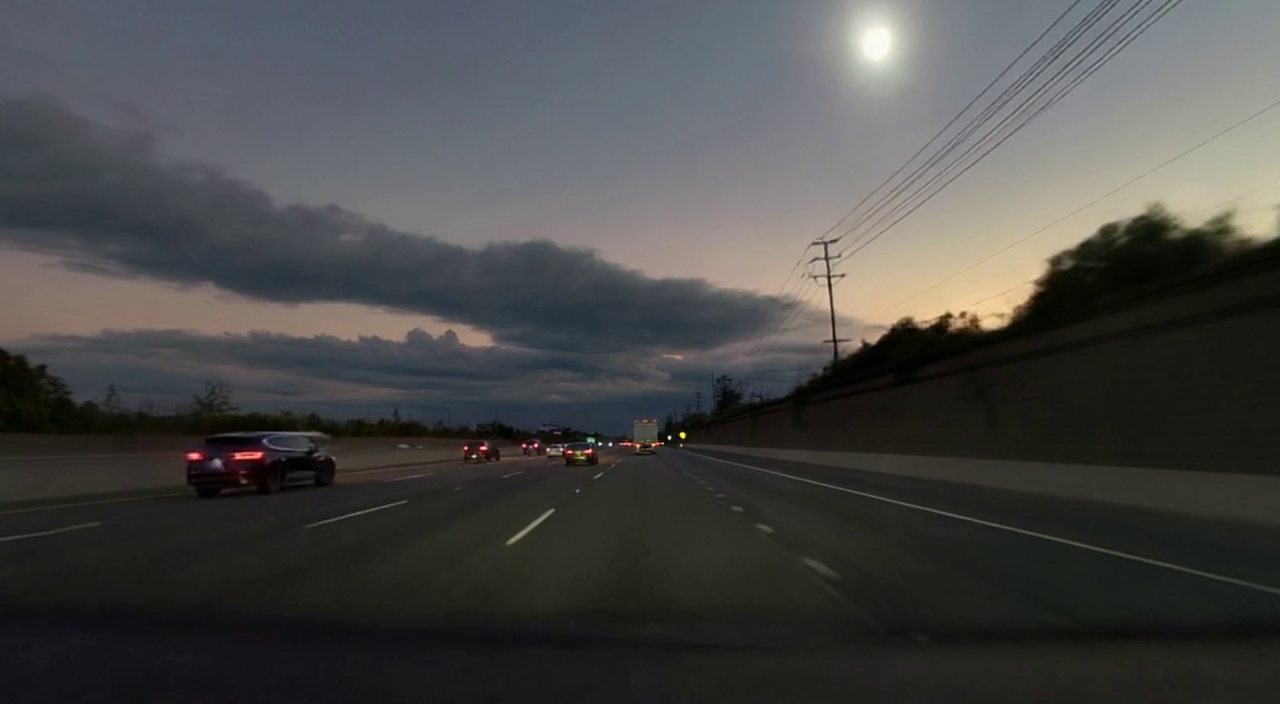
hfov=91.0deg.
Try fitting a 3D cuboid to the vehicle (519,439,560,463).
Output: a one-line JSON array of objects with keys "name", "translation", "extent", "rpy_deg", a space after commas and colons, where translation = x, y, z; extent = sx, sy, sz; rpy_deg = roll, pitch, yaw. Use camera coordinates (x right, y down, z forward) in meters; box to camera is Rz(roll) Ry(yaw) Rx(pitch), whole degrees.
[{"name": "vehicle", "translation": [-6.901, 6.845, 43.696], "extent": [1.946, 1.514, 4.687], "rpy_deg": [0, -9, 1]}]

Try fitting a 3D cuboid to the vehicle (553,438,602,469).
[{"name": "vehicle", "translation": [-3.278, 5.442, 33.875], "extent": [2.045, 1.532, 4.954], "rpy_deg": [0, -9, 1]}]

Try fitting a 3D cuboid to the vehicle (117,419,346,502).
[{"name": "vehicle", "translation": [-10.637, 2.893, 17.222], "extent": [2.310, 1.853, 5.817], "rpy_deg": [0, -9, 1]}]

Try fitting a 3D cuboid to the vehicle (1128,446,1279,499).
[{"name": "vehicle", "translation": [19.049, 3.898, 20.899], "extent": [1.985, 1.521, 4.827], "rpy_deg": [0, -9, 2]}]

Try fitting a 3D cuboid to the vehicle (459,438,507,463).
[{"name": "vehicle", "translation": [-10.858, 6.835, 43.808], "extent": [2.058, 1.621, 4.739], "rpy_deg": [0, -9, 1]}]
